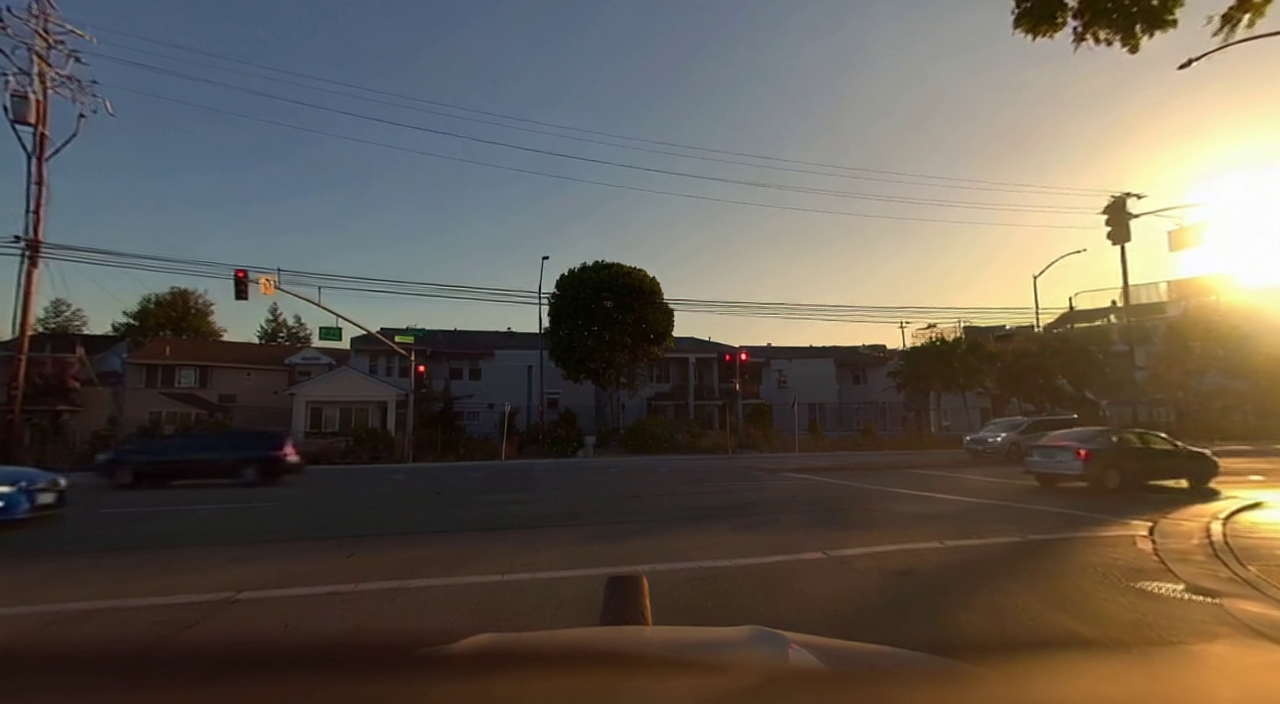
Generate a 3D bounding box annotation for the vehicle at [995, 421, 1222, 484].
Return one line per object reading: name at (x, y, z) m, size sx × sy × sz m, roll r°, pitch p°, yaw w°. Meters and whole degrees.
vehicle at (11.747, 2.505, 15.899) m, size 4.757 × 1.442 × 1.858 m, roll 2°, pitch -9°, yaw -14°

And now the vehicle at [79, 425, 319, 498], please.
vehicle at (-11.960, 2.995, 17.567) m, size 4.966 × 1.806 × 2.007 m, roll 2°, pitch -9°, yaw -16°
